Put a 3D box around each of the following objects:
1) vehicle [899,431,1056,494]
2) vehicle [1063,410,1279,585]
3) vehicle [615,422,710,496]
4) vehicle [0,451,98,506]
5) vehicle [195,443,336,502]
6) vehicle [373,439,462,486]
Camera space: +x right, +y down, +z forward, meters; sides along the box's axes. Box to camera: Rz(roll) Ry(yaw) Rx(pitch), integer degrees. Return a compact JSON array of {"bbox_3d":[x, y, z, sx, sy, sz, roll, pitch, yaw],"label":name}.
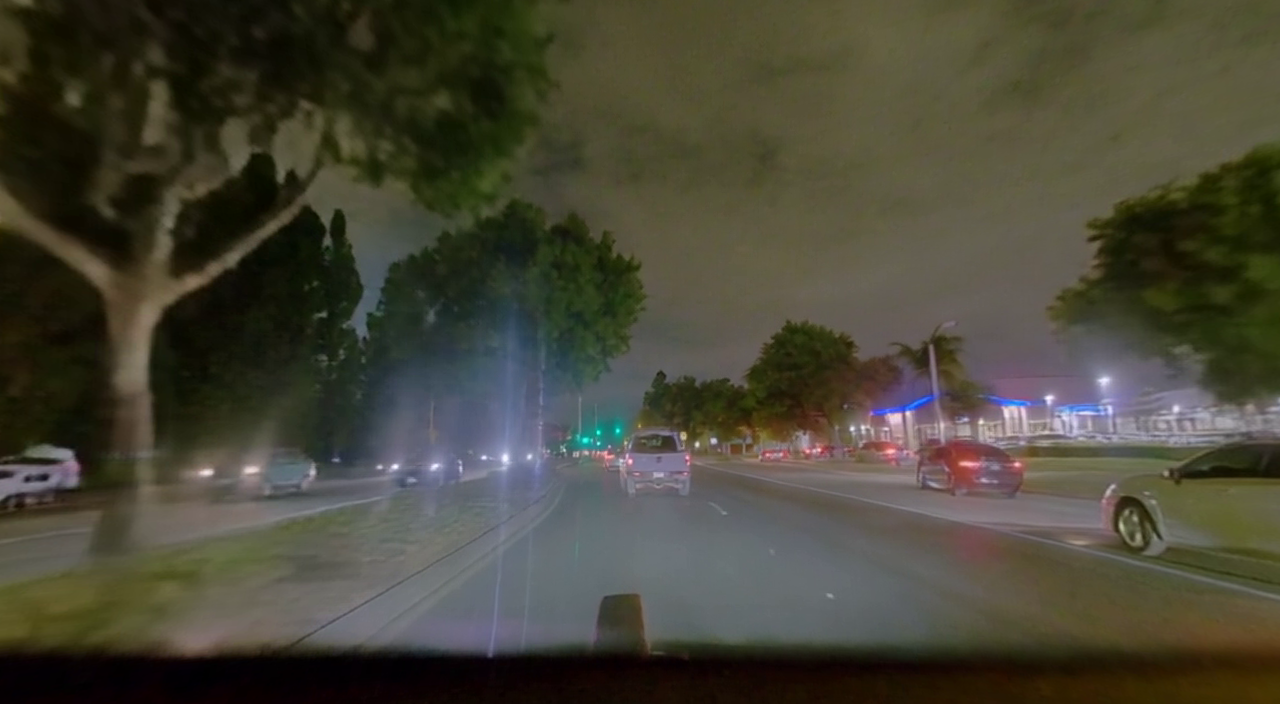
[{"bbox_3d":[9.155,3.027,17.651,1.894,1.517,4.419,0,-8,-1],"label":"vehicle"},{"bbox_3d":[6.477,1.314,5.895,1.994,1.488,4.313,0,-8,-1],"label":"vehicle"},{"bbox_3d":[0.474,3.085,18.618,2.300,1.870,4.936,0,-8,-4],"label":"vehicle"},{"bbox_3d":[-25.213,4.987,25.252,5.966,1.957,2.305,-3,-9,16],"label":"vehicle"},{"bbox_3d":[-12.271,3.936,21.142,2.054,1.749,4.443,0,-8,-1],"label":"vehicle"},{"bbox_3d":[-9.271,4.625,26.758,2.104,1.778,4.520,0,-8,0],"label":"vehicle"}]
